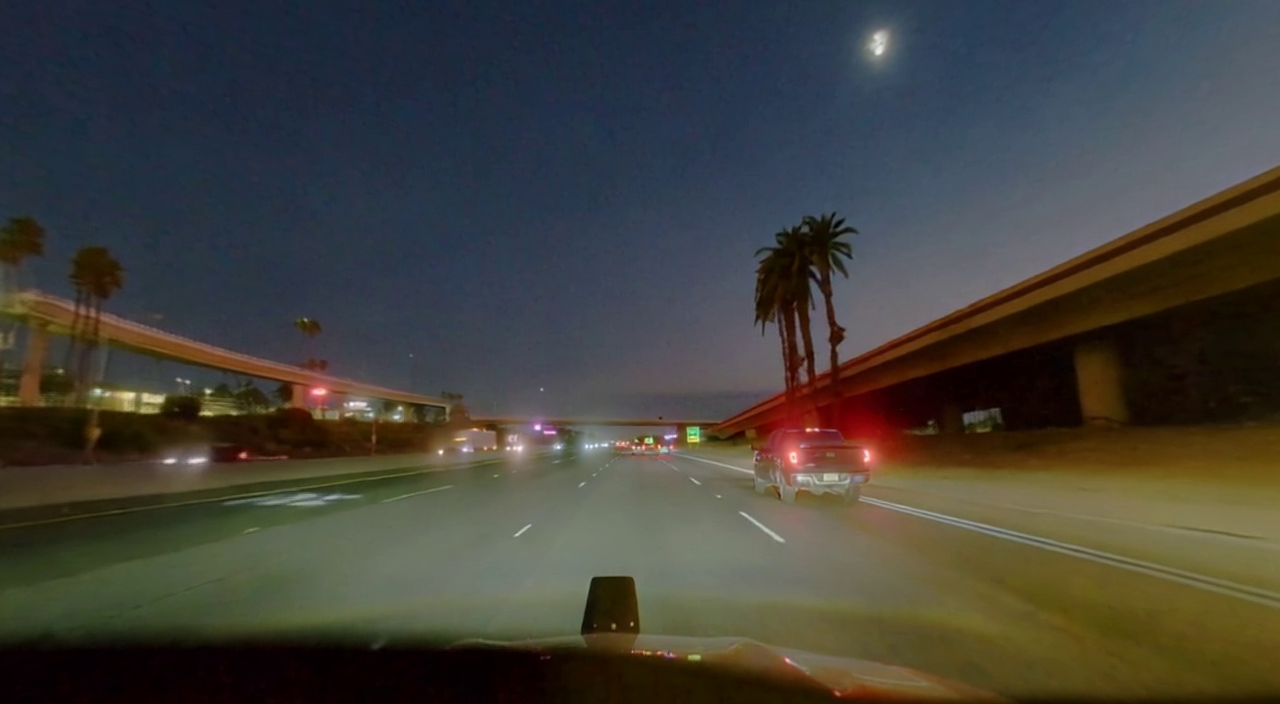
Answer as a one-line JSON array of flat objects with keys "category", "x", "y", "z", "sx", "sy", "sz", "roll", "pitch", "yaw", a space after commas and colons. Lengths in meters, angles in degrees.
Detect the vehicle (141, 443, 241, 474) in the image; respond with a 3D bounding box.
[{"category": "vehicle", "x": -25.314, "y": 5.982, "z": 35.869, "sx": 2.291, "sy": 1.600, "sz": 4.605, "roll": 0, "pitch": -8, "yaw": 0}]
